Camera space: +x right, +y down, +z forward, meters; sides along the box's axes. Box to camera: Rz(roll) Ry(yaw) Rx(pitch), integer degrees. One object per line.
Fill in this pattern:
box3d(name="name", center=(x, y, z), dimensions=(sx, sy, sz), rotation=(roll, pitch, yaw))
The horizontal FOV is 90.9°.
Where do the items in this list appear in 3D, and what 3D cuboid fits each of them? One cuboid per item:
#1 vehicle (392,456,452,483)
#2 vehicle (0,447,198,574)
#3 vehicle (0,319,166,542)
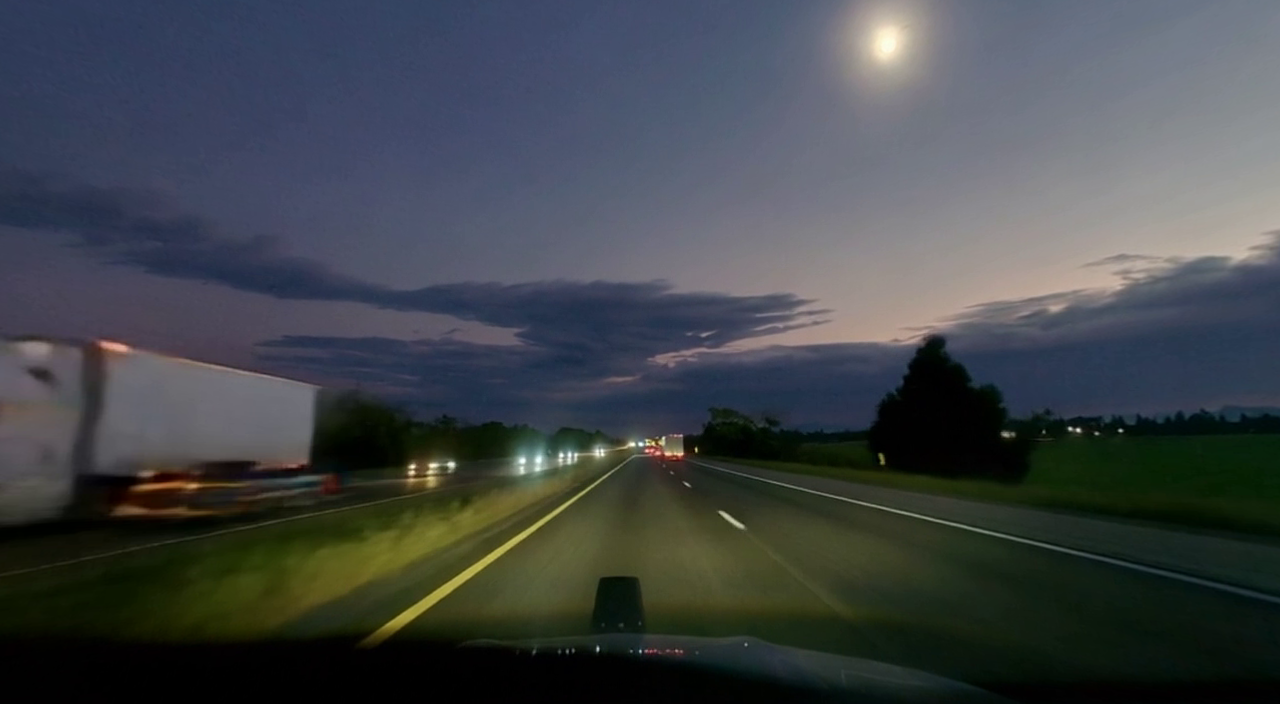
box3d(name="vehicle", center=(-12.983, 7.013, 37.873), dimensions=(1.988, 1.501, 4.676), rotation=(0, -9, 0))
box3d(name="vehicle", center=(-8.656, 2.109, 8.876), dimensions=(1.963, 1.511, 3.901), rotation=(0, -9, 0))
box3d(name="vehicle", center=(-12.916, 1.489, 11.728), dimensions=(3.047, 3.925, 6.286), rotation=(0, -9, 0))
